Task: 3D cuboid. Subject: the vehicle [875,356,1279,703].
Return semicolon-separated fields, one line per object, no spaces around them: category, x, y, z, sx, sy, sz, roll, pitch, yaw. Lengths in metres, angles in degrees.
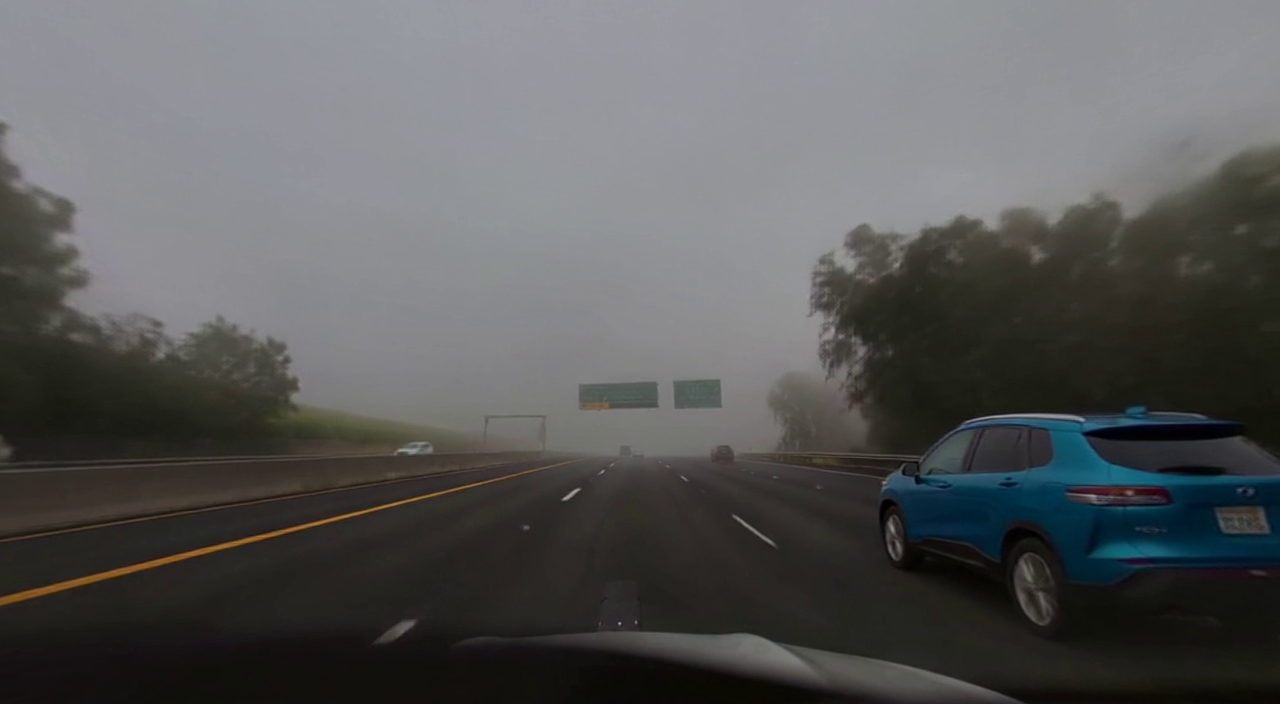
vehicle;3.577;1.191;4.868;1.784;1.733;4.141;0;-9;-1
